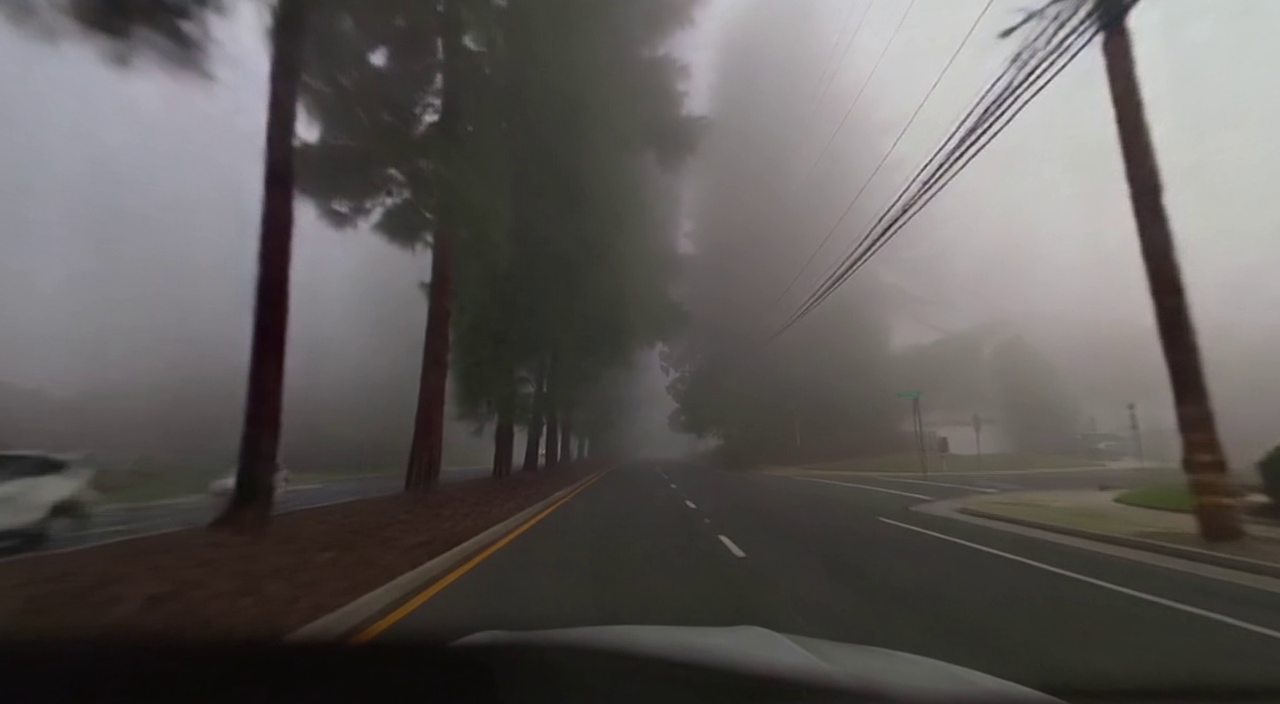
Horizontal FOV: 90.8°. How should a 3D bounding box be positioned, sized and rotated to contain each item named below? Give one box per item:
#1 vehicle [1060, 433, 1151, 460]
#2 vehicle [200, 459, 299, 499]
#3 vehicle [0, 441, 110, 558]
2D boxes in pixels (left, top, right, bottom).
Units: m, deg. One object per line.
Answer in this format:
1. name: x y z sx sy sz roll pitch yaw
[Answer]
1. vehicle: 30.285 6.178 41.184 4.300 1.684 1.904 0 -8 3
2. vehicle: -18.992 6.160 31.002 1.955 1.584 4.664 -4 -8 0
3. vehicle: -10.349 2.127 9.035 1.933 1.709 4.063 0 -8 0
